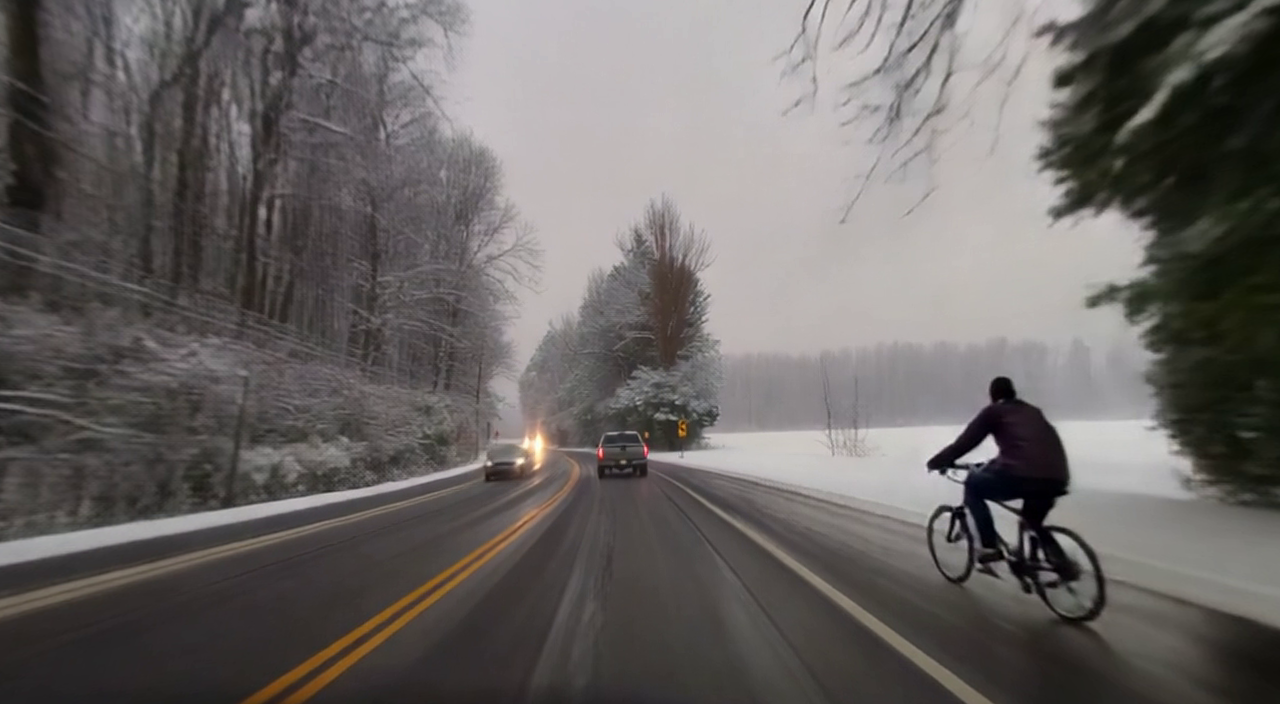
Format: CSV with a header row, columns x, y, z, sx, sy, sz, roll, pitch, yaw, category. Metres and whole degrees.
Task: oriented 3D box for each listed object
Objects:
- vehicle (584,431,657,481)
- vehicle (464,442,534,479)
x,y,z,sx,sy,sz,roll,pitch,yaw,category
-0.865,4.163,25.680,2.631,1.798,5.331,0,-8,-3,vehicle
-5.956,4.605,27.227,2.198,1.459,4.398,0,-8,-3,vehicle
